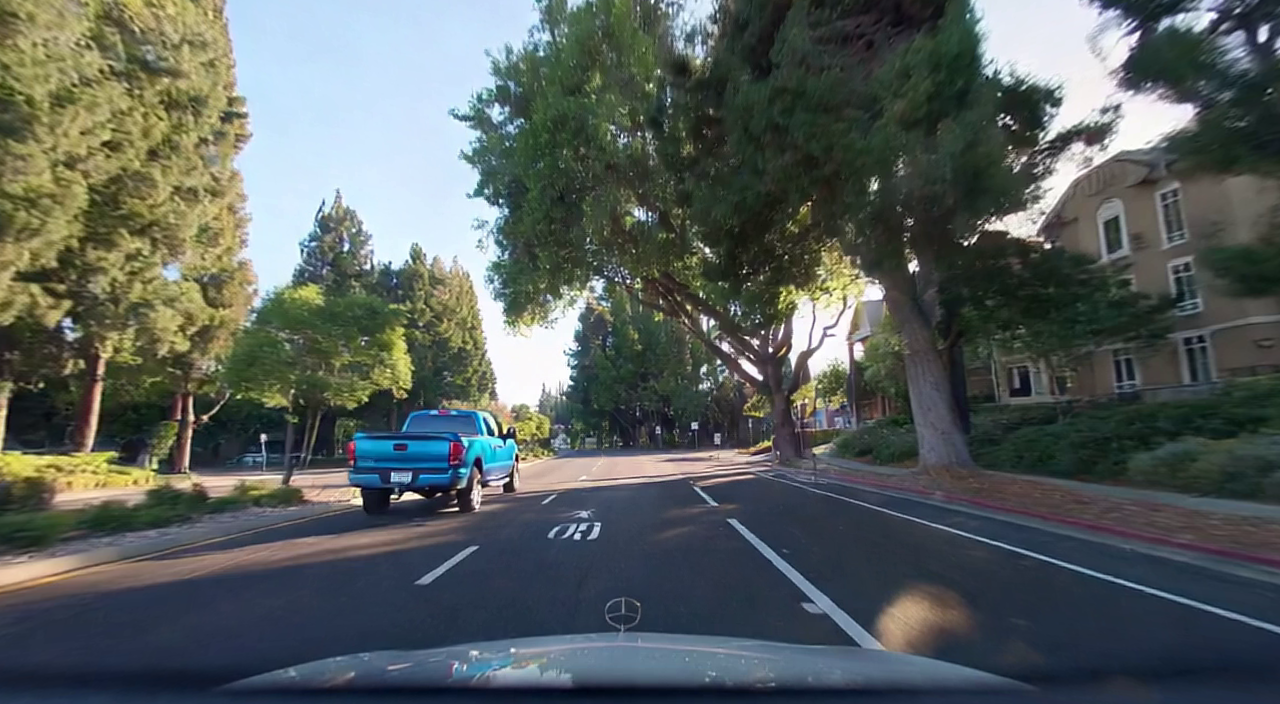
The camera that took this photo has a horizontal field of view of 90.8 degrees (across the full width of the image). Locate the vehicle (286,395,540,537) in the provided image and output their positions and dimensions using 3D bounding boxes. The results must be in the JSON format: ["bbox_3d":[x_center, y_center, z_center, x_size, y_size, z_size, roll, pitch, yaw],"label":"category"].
[{"bbox_3d":[-3.502,1.970,11.572,2.267,1.849,6.402,0,-8,0],"label":"vehicle"}]
